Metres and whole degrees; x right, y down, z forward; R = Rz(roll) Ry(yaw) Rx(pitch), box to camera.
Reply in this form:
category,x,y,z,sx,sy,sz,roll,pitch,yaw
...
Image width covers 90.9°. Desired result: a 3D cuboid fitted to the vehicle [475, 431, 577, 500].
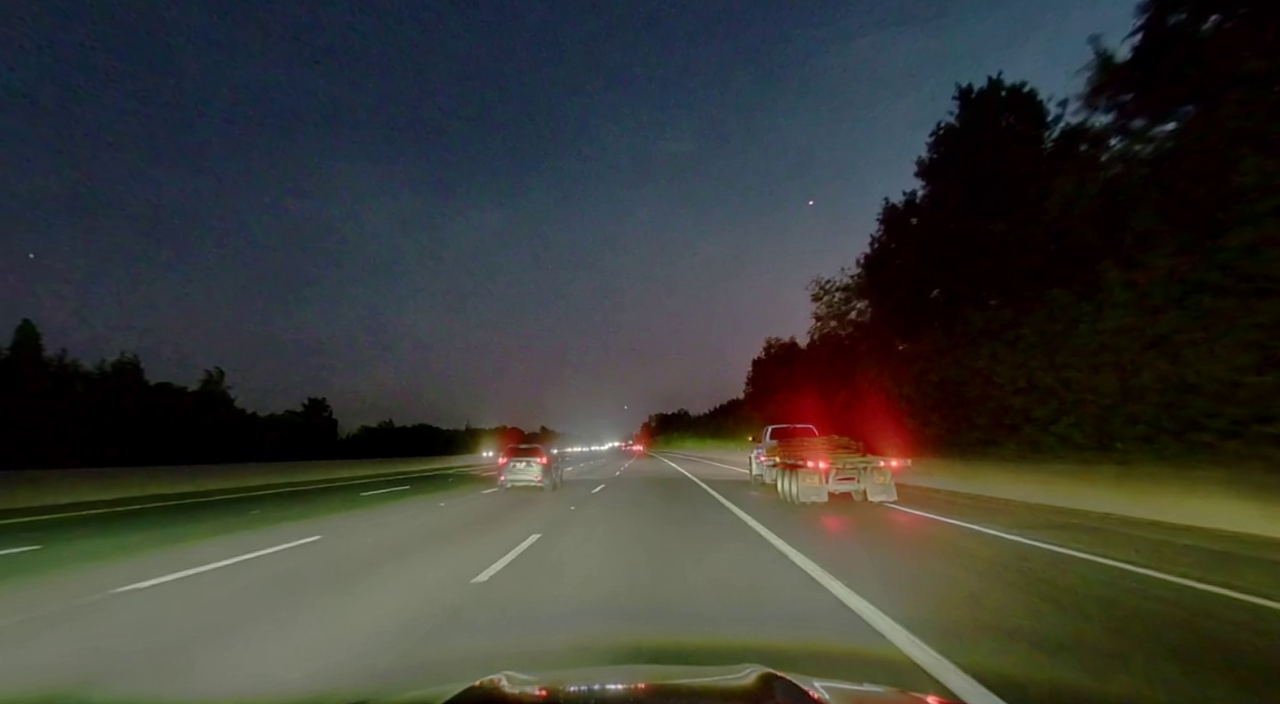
category,x,y,z,sx,sy,sz,roll,pitch,yaw
vehicle,-3.196,3.286,18.687,2.114,1.787,4.365,0,-8,1
